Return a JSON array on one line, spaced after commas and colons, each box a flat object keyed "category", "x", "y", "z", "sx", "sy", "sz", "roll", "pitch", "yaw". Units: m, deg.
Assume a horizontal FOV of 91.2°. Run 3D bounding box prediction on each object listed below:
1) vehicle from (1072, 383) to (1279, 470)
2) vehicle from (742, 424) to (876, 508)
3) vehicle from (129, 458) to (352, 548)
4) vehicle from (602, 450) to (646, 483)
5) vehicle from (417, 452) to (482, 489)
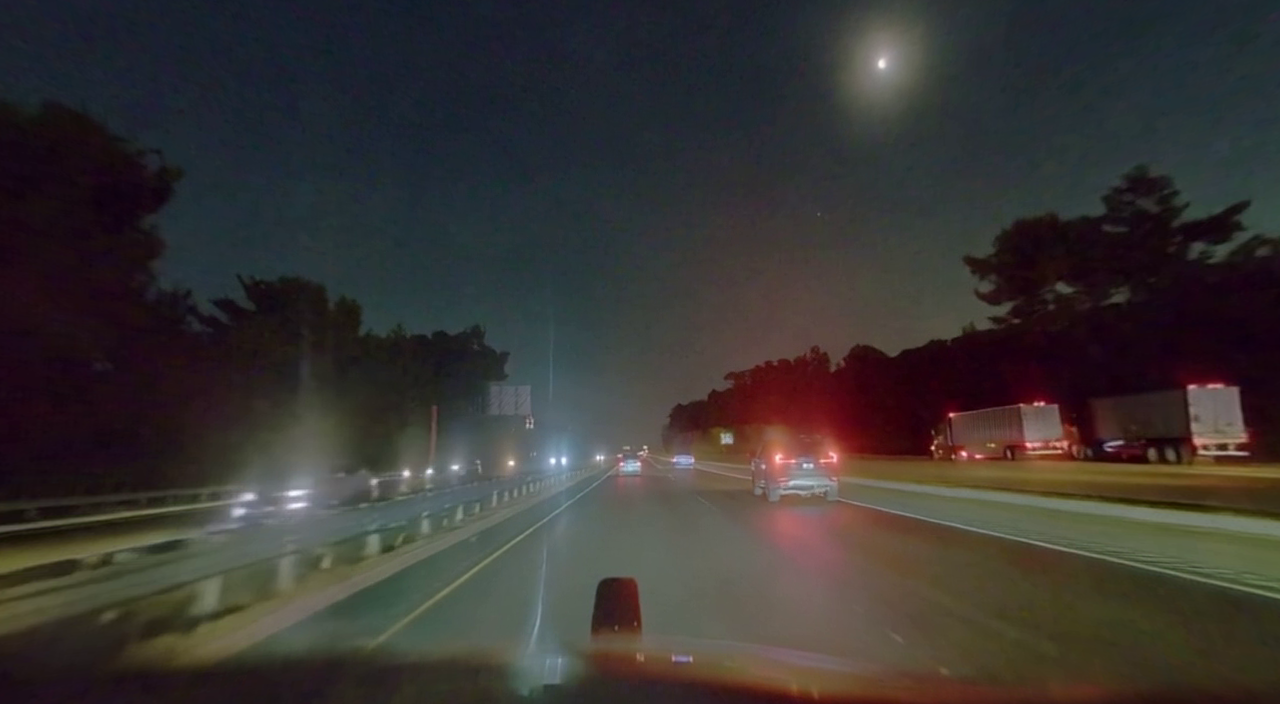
[{"category": "vehicle", "x": 27.263, "y": 4.030, "z": 32.469, "sx": 2.971, "sy": 3.746, "sz": 10.126, "roll": -1, "pitch": -9, "yaw": 4}, {"category": "vehicle", "x": 4.389, "y": 3.064, "z": 17.247, "sx": 2.261, "sy": 1.952, "sz": 4.784, "roll": 0, "pitch": -9, "yaw": -1}, {"category": "vehicle", "x": -8.214, "y": 3.096, "z": 13.505, "sx": 1.896, "sy": 1.519, "sz": 4.372, "roll": 0, "pitch": -9, "yaw": 0}, {"category": "vehicle", "x": -0.770, "y": 5.660, "z": 31.232, "sx": 2.029, "sy": 1.483, "sz": 3.769, "roll": 0, "pitch": -9, "yaw": -1}, {"category": "vehicle", "x": -9.863, "y": 6.132, "z": 32.835, "sx": 1.992, "sy": 1.759, "sz": 4.557, "roll": 0, "pitch": -9, "yaw": 0}]
